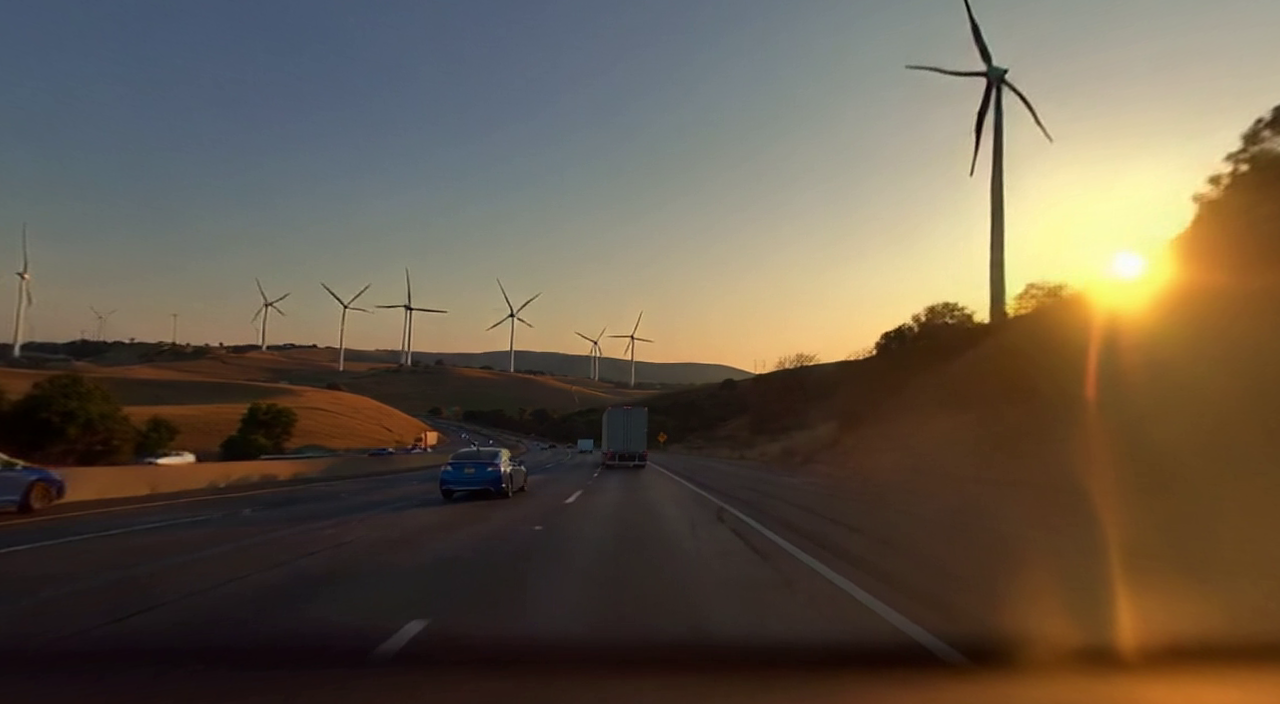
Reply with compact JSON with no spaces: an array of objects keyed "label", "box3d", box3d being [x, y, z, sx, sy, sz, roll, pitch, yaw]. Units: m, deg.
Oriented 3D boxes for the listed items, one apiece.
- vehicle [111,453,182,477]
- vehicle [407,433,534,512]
[{"label":"vehicle","box3d":[-33.460,7.663,42.704,1.772,1.429,3.913,0,-8,-3]},{"label":"vehicle","box3d":[-3.986,2.882,15.502,2.109,1.684,3.783,0,-8,0]}]
